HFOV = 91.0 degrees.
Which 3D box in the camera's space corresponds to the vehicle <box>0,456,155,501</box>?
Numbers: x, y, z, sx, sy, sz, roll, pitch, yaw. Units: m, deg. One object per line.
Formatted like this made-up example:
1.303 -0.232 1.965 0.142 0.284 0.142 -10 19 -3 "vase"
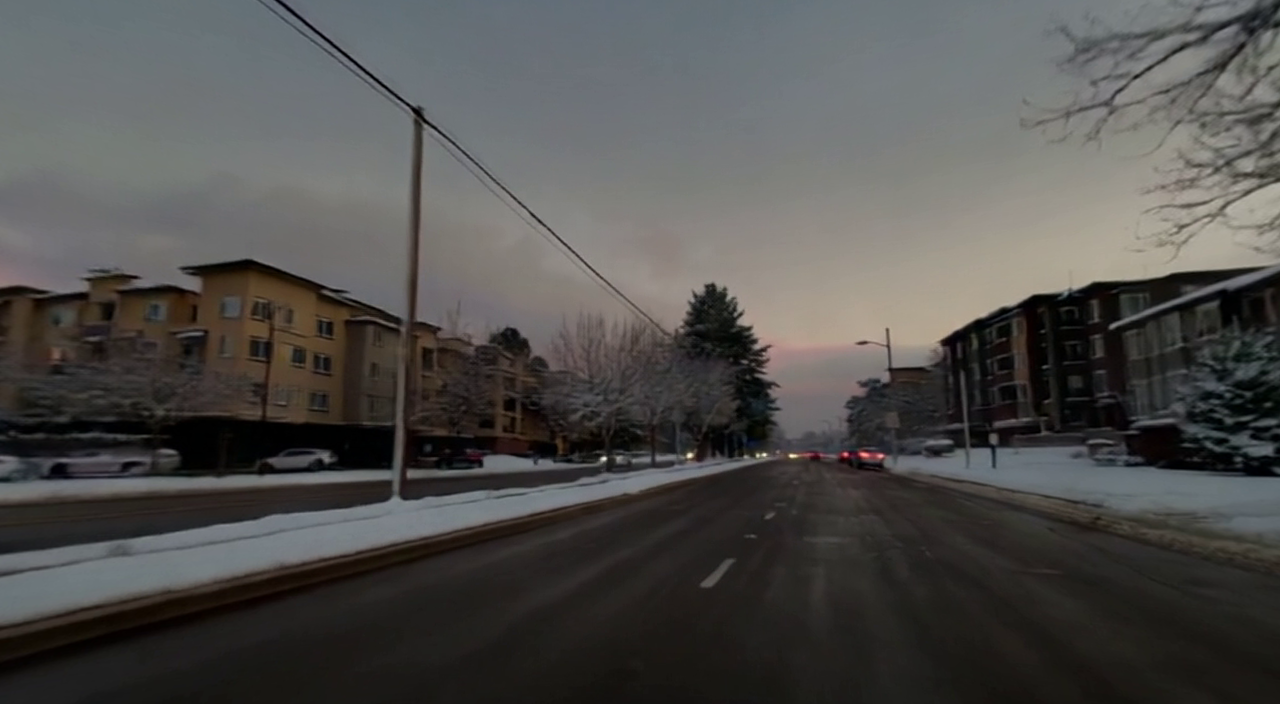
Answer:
-22.360 4.990 25.190 1.816 1.496 4.384 -3 -9 14 "vehicle"
